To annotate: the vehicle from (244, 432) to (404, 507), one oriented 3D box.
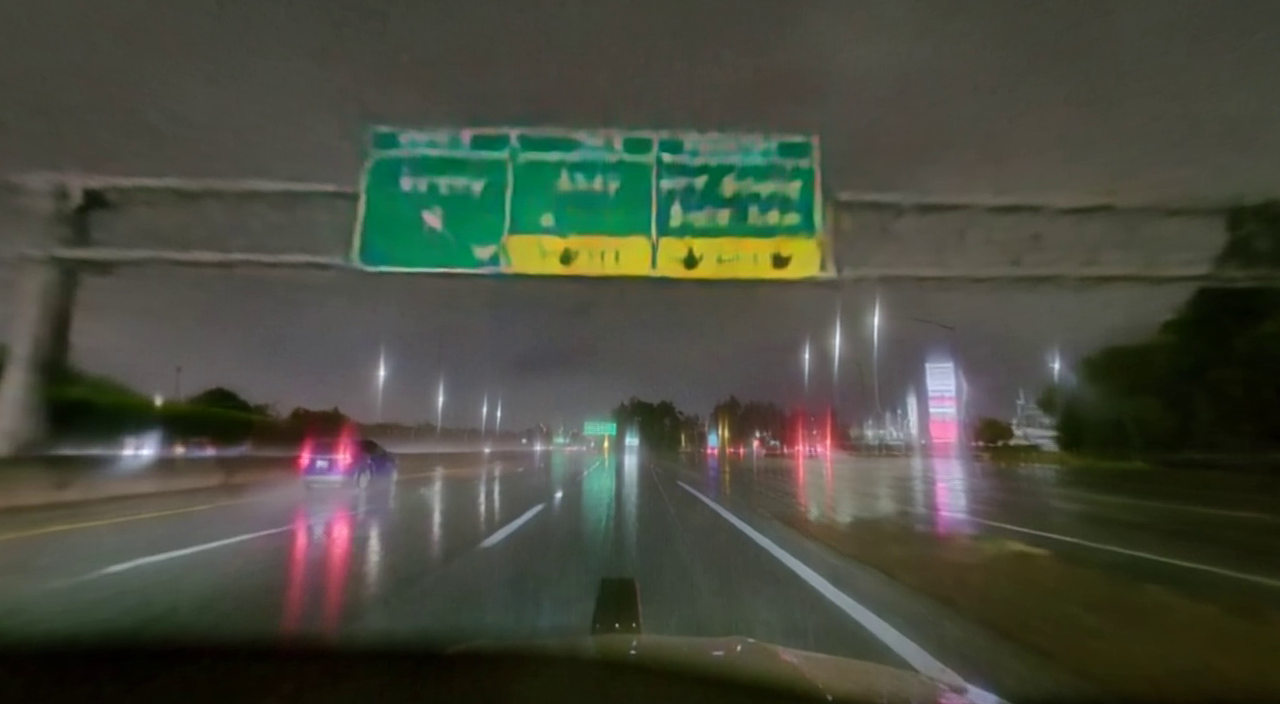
[{"bbox_3d":[-7.703,2.888,15.936,1.924,1.601,4.115,0,-9,-1],"label":"vehicle"}]
